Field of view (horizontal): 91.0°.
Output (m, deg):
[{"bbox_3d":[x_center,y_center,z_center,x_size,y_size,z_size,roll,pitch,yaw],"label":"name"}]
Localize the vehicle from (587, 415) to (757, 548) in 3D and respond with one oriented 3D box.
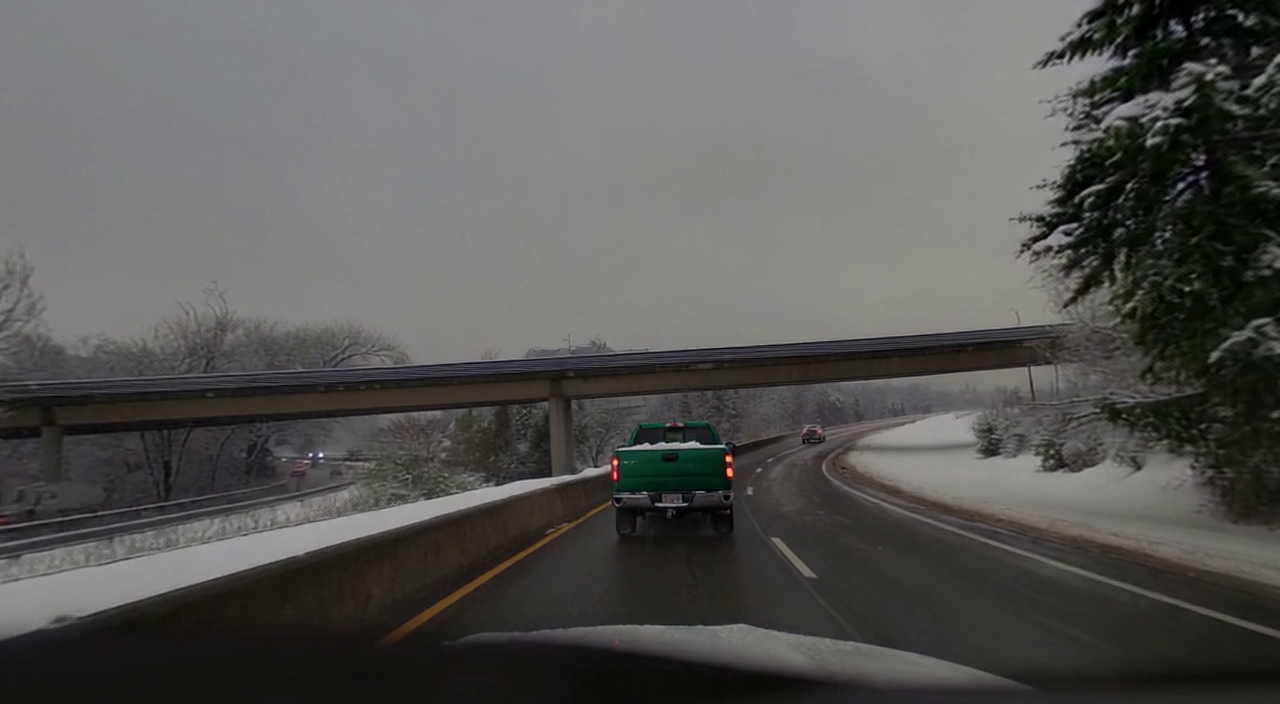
[{"bbox_3d":[0.595,2.030,10.562,2.235,1.716,4.435,-1,-9,5],"label":"vehicle"}]
